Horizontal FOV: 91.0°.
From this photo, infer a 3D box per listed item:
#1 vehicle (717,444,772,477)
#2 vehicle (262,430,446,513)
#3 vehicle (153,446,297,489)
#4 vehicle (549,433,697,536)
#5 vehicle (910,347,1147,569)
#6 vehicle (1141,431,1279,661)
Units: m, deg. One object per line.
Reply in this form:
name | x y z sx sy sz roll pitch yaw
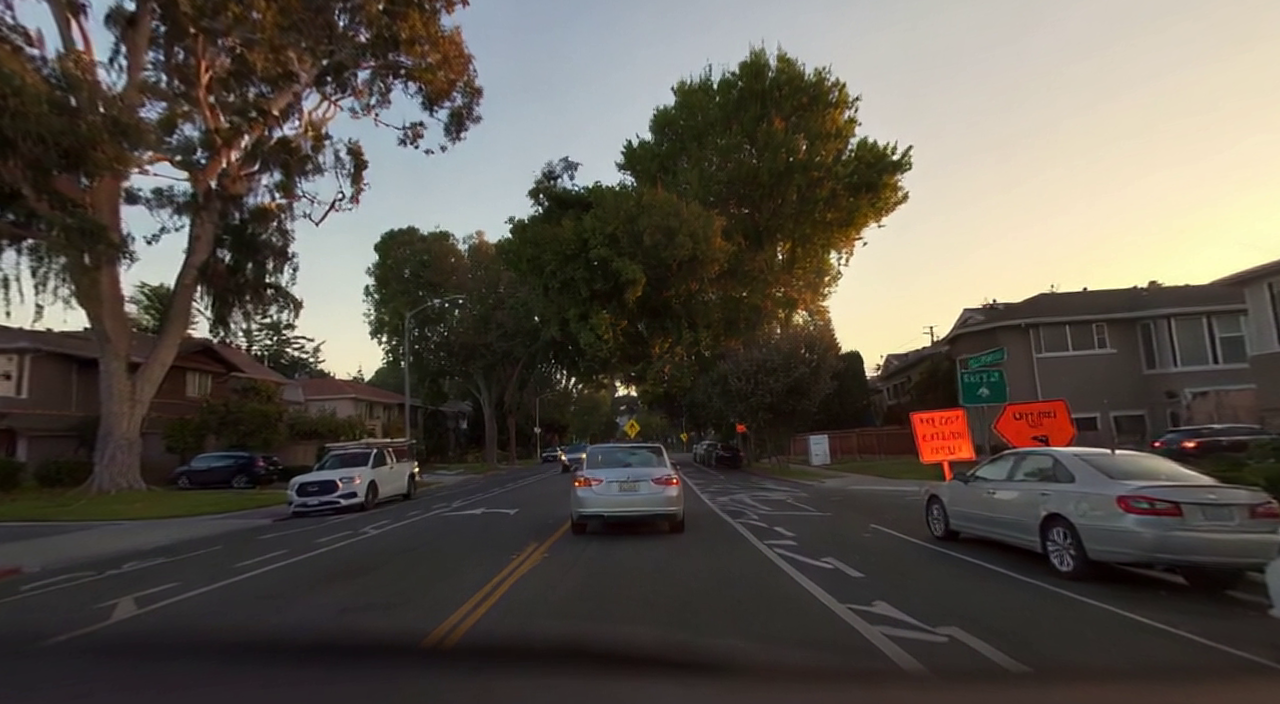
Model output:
vehicle | 4.921 5.151 30.159 1.985 1.481 4.116 0 -9 1
vehicle | -8.148 3.462 18.903 2.659 2.047 6.014 0 -8 0
vehicle | -16.629 4.620 25.399 4.468 1.517 1.796 -1 -9 -2
vehicle | -0.235 2.241 11.252 2.151 1.481 4.084 0 -9 0
vehicle | 5.272 1.449 8.973 1.409 2.648 2.645 1 -8 -4
vehicle | 5.102 1.076 2.840 1.864 1.480 4.587 0 -9 -1
